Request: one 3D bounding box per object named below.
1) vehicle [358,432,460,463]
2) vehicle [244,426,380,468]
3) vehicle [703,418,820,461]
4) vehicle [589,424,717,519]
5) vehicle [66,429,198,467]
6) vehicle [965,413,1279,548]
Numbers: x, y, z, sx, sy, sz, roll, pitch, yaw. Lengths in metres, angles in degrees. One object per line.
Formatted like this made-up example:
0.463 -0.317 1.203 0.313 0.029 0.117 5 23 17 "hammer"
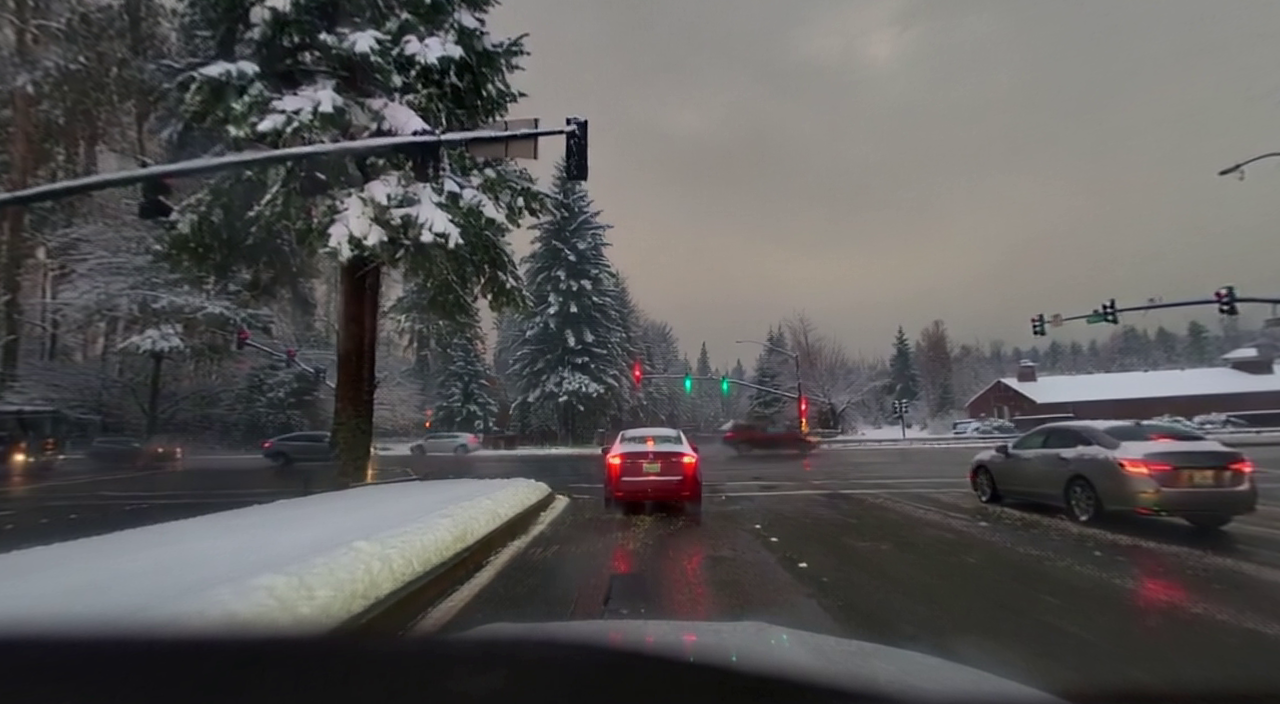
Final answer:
-11.545 4.791 31.692 4.399 1.445 1.769 -1 -8 2 "vehicle"
-14.495 4.222 28.107 4.921 1.757 2.036 -1 -8 2 "vehicle"
5.323 3.890 28.128 4.786 1.803 1.967 0 -8 0 "vehicle"
0.167 2.195 12.033 2.041 1.485 3.813 0 -8 -1 "vehicle"
-25.332 4.814 31.586 4.833 1.784 2.027 0 -8 0 "vehicle"
7.142 1.845 9.731 1.901 1.577 4.348 0 -8 0 "vehicle"
